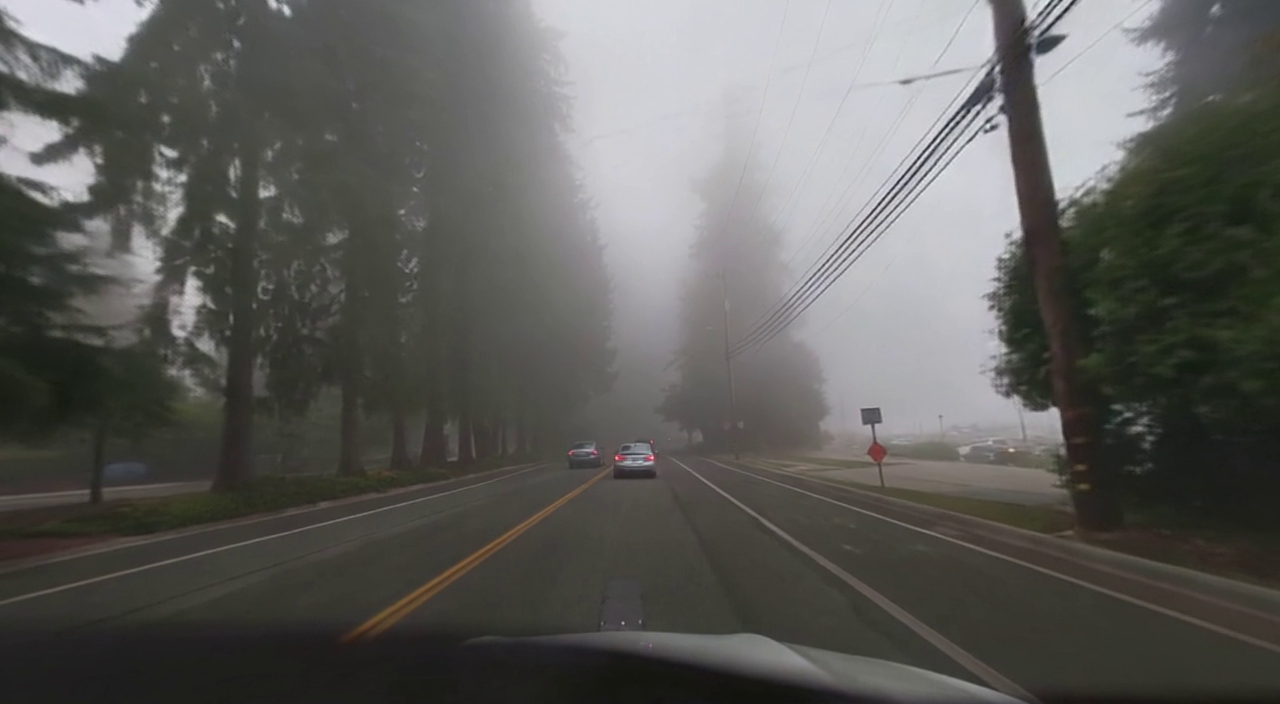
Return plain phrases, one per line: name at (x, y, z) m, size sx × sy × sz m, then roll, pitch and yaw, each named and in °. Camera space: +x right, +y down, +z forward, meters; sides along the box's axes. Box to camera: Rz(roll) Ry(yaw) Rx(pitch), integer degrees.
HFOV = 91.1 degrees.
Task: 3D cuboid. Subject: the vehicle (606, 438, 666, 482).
vehicle at (-0.137, 3.933, 23.216) m, size 1.991 × 1.463 × 3.988 m, roll 0°, pitch -8°, yaw 0°
